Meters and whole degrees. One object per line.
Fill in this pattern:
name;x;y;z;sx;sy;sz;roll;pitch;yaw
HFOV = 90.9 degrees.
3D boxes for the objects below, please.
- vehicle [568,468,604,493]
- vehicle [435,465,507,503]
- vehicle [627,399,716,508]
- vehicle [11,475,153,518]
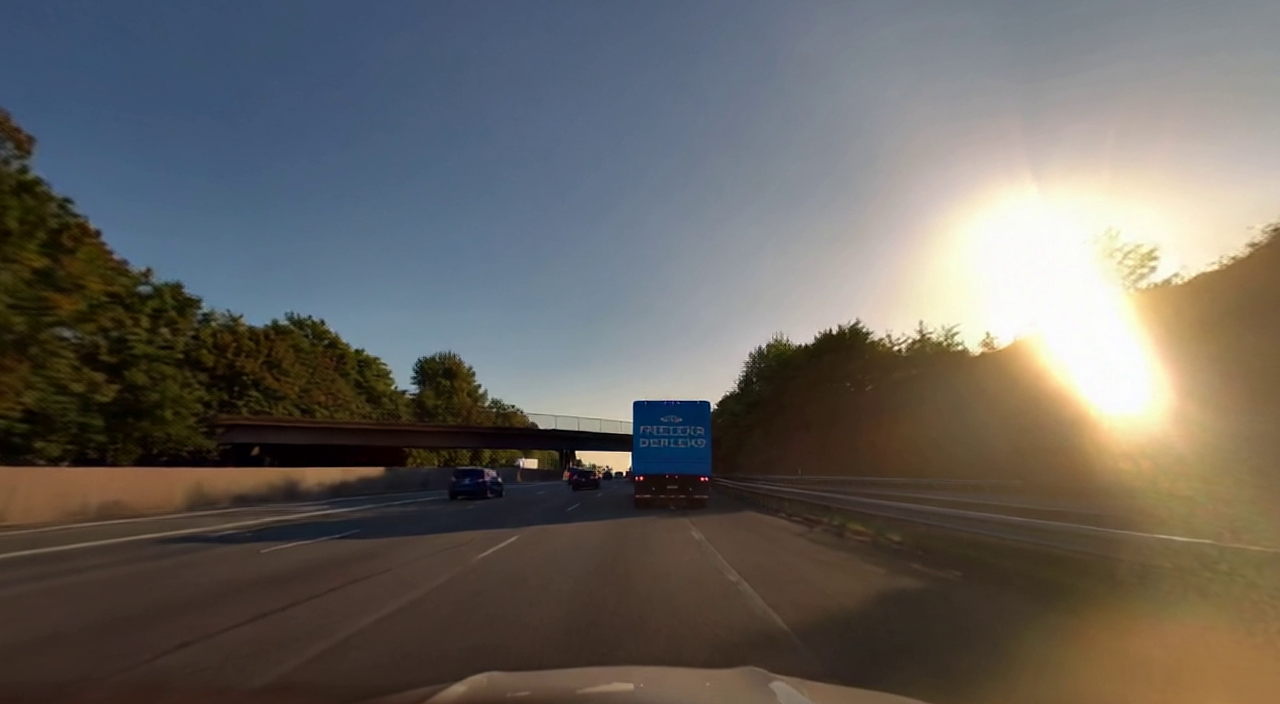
vehicle;-3.617;8.681;42.731;1.978;1.516;4.617;0;-11;1
vehicle;-7.644;6.014;28.967;1.955;1.539;4.650;0;-11;1
vehicle;1.045;4.500;27.251;2.980;3.834;9.423;1;-11;-2
vehicle;-21.053;5.444;24.014;1.703;1.443;3.961;1;-11;0
